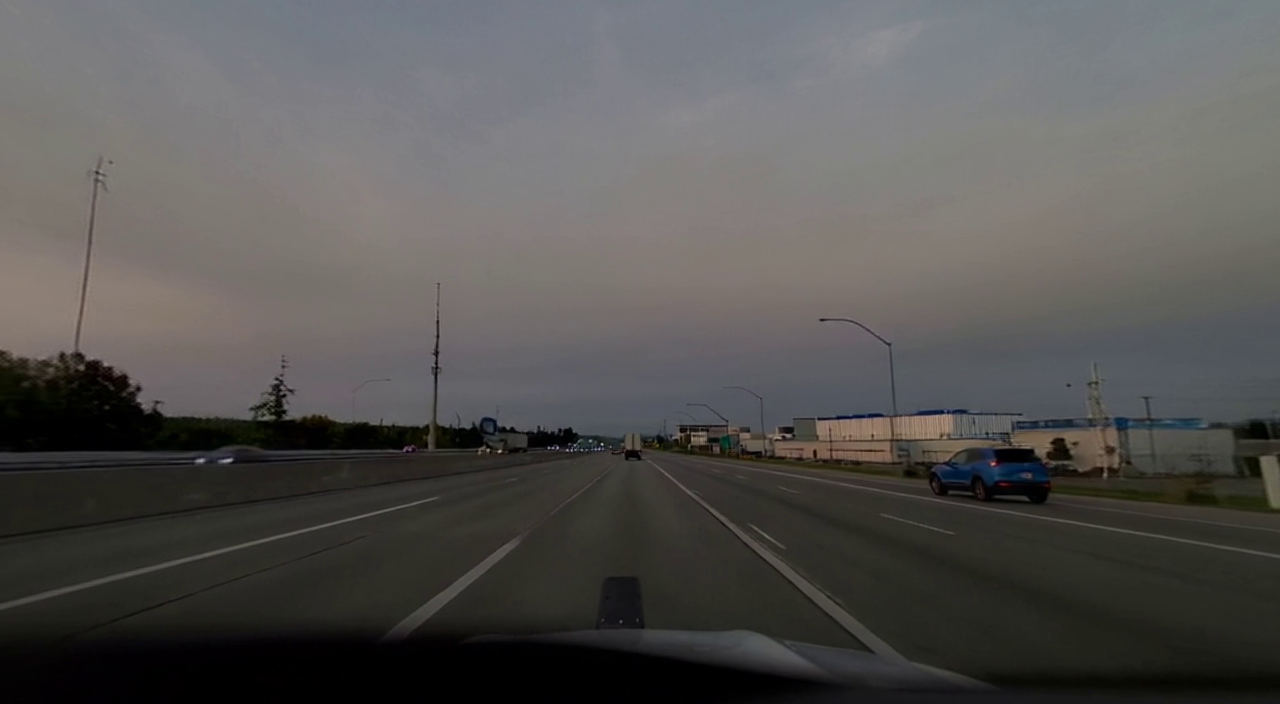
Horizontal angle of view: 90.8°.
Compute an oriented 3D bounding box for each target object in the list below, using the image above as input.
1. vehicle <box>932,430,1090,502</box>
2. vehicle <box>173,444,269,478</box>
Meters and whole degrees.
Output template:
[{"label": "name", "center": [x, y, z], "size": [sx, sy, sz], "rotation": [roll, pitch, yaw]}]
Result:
[{"label": "vehicle", "center": [13.431, 4.146, 23.409], "size": [2.411, 2.326, 5.300], "rotation": [0, -9, -2]}, {"label": "vehicle", "center": [-19.602, 5.102, 29.729], "size": [1.975, 1.467, 3.800], "rotation": [0, -9, -1]}]
